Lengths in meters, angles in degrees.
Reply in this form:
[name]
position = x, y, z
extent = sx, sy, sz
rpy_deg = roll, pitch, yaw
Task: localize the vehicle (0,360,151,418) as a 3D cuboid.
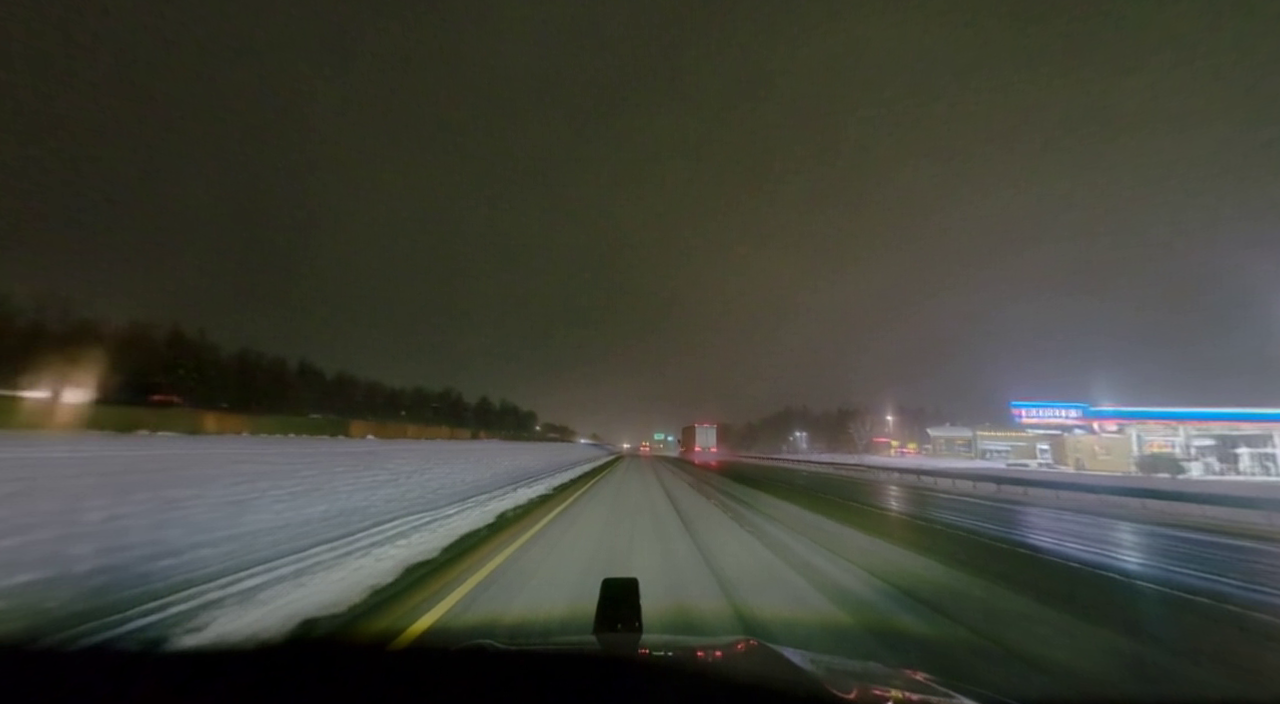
[vehicle]
position = -21.404, 1.502, 23.600
extent = 1.958, 1.702, 5.234
rpy_deg = 0, -8, 0
